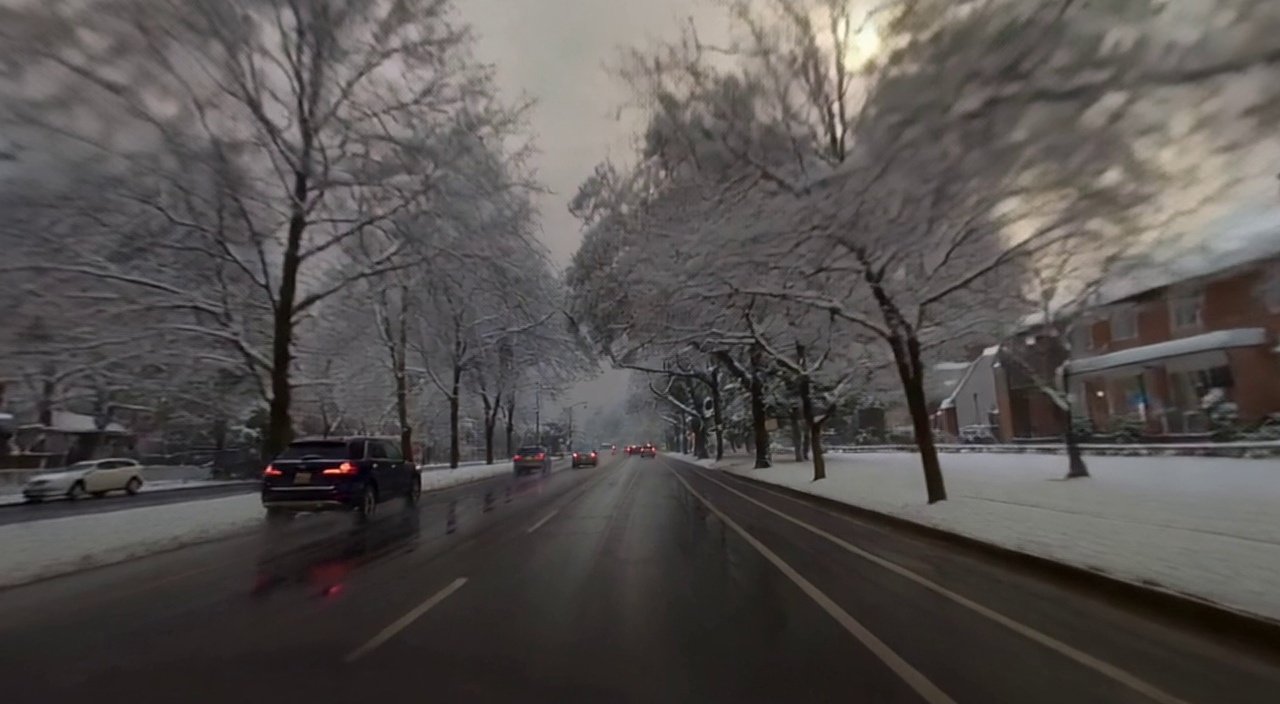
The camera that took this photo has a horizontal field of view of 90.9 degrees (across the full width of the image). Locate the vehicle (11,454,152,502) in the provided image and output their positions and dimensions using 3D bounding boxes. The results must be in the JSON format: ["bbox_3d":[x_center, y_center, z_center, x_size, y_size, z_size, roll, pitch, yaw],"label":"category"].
[{"bbox_3d":[-25.295,5.697,28.861,2.031,1.862,4.761,-1,-8,1],"label":"vehicle"}]

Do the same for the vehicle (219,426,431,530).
[{"bbox_3d":[-6.173,2.507,13.102,2.123,1.761,4.322,0,-9,0],"label":"vehicle"}]

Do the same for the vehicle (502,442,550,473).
[{"bbox_3d":[-6.616,6.198,37.118,1.985,1.708,4.310,0,-9,0],"label":"vehicle"}]
